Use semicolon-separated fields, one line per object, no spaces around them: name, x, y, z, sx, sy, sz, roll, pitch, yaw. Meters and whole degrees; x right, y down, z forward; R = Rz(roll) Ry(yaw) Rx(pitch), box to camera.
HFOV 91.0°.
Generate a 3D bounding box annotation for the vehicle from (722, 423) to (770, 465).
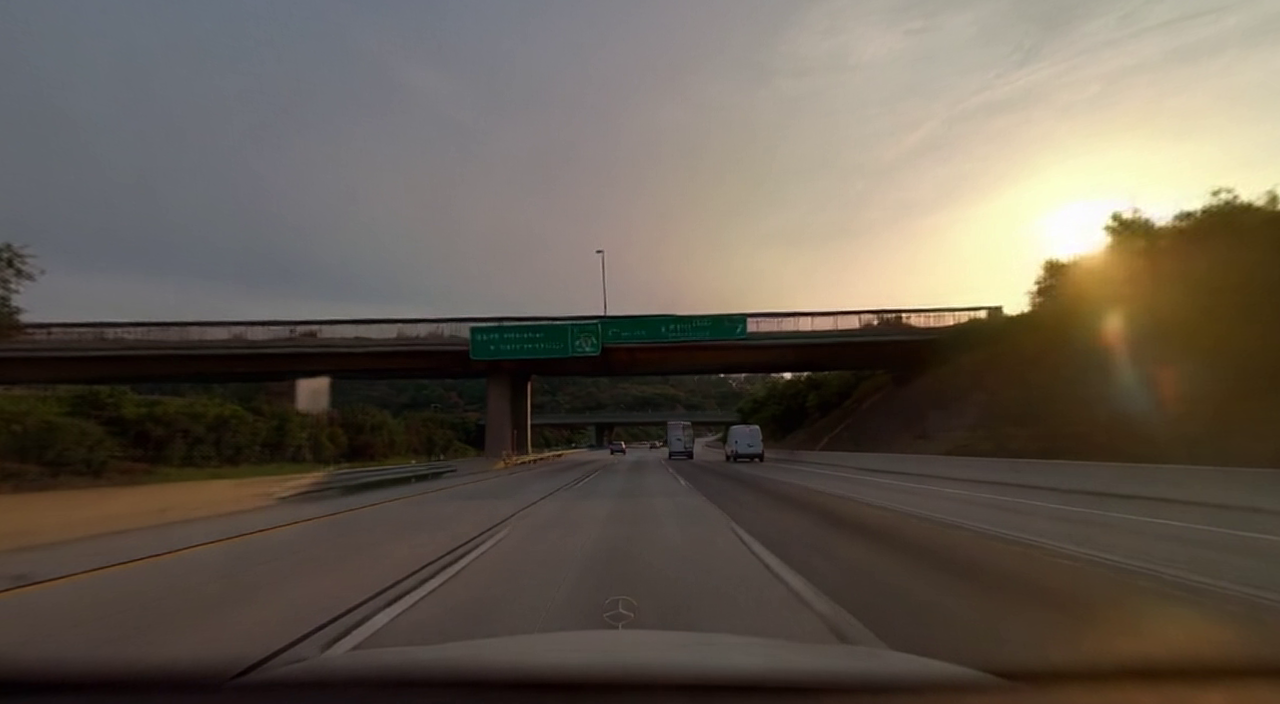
vehicle;7.634;6.738;46.138;2.379;2.819;6.294;0;-8;0
